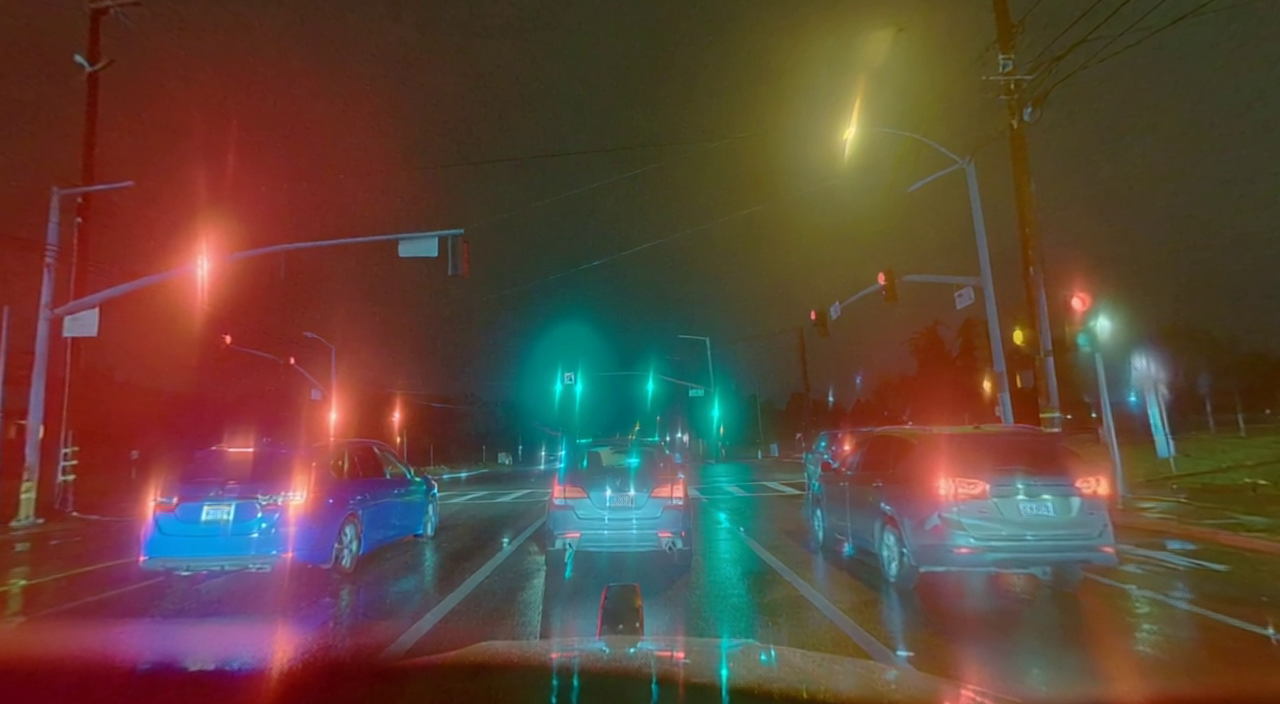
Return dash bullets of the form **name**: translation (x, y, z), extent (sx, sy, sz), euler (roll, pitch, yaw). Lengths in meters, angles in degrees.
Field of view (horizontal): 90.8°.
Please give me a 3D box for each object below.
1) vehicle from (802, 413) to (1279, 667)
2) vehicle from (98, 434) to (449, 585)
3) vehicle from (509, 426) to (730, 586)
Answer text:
- **vehicle**: translation (2.910, 1.392, 5.676), extent (1.860, 1.494, 3.707), euler (0, -8, -1)
- **vehicle**: translation (-4.356, 1.904, 8.572), extent (2.106, 1.492, 4.312), euler (0, -8, 1)
- **vehicle**: translation (-0.224, 1.754, 8.071), extent (2.061, 1.485, 4.196), euler (0, -8, -1)
